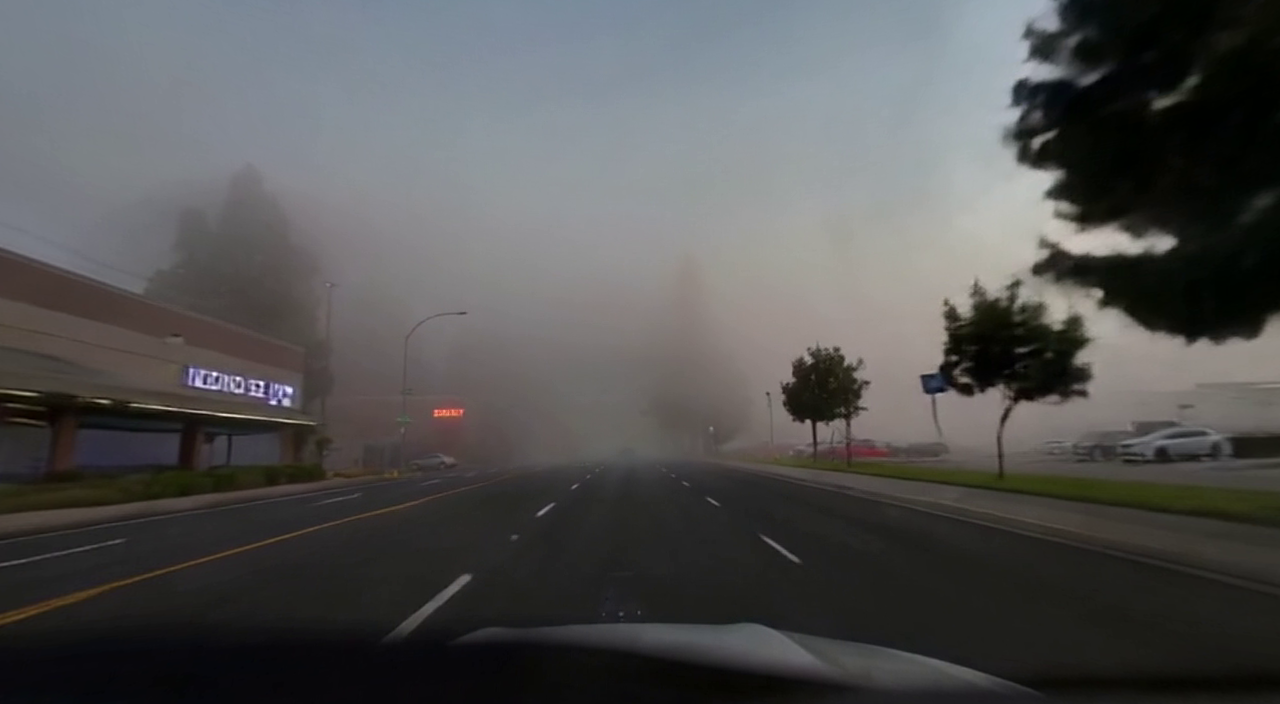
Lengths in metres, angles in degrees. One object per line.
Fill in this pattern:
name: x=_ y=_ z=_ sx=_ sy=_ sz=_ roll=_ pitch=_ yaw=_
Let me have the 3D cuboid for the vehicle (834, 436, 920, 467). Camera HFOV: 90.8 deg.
vehicle: x=16.025 y=6.758 z=42.939 sx=4.914 sy=1.540 sz=2.200 roll=-5 pitch=-8 yaw=0

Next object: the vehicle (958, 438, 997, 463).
vehicle: x=20.741 y=6.028 z=38.820 sx=1.901 sy=1.461 sz=4.482 roll=-5 pitch=-9 yaw=28

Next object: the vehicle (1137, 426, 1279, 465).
vehicle: x=23.288 y=3.777 z=25.645 sx=4.579 sy=1.482 sz=1.911 roll=0 pitch=-8 yaw=0
